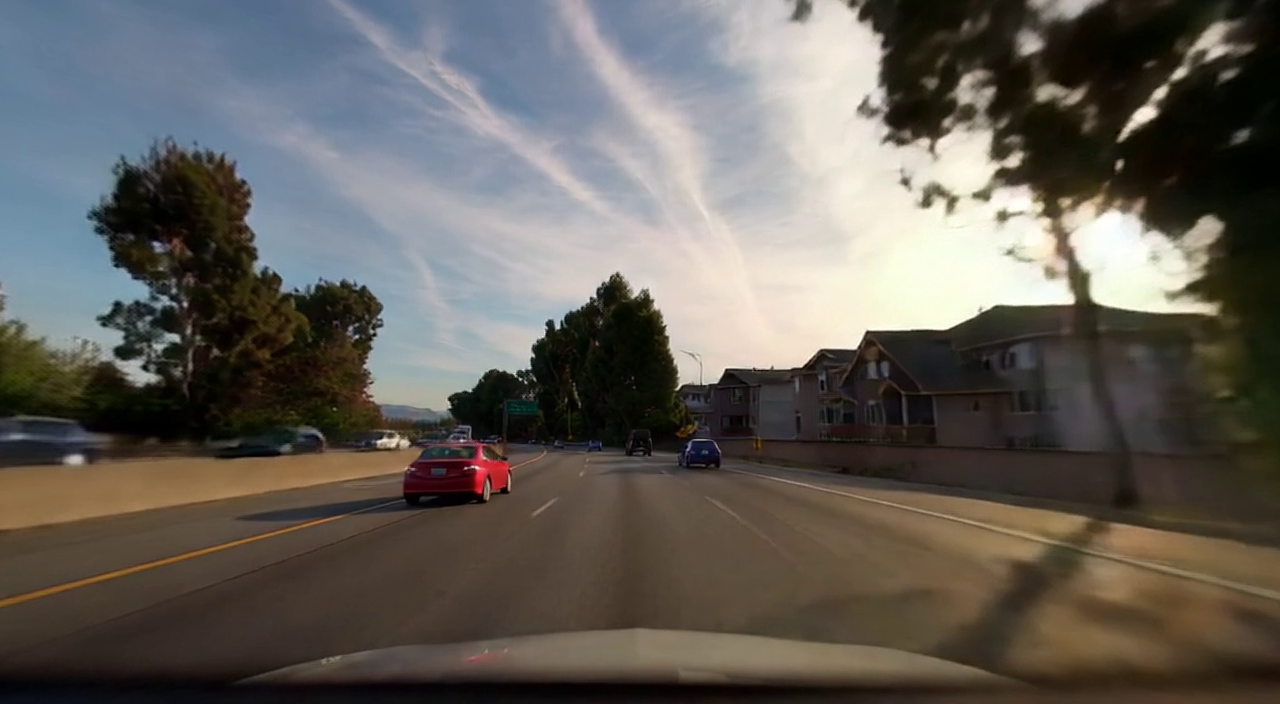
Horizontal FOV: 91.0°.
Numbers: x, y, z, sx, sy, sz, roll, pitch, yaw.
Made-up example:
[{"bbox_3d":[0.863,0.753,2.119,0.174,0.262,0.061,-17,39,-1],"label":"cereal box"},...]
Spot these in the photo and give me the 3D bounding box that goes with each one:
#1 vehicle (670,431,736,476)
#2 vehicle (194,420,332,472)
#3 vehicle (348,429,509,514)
[{"bbox_3d":[2.473,4.179,25.990,2.092,1.686,4.188,1,-9,-3],"label":"vehicle"},{"bbox_3d":[-13.276,3.398,22.635,2.092,1.646,4.843,1,-9,-3],"label":"vehicle"},{"bbox_3d":[-4.330,2.528,13.755,2.036,1.528,4.400,0,-9,-1],"label":"vehicle"}]
